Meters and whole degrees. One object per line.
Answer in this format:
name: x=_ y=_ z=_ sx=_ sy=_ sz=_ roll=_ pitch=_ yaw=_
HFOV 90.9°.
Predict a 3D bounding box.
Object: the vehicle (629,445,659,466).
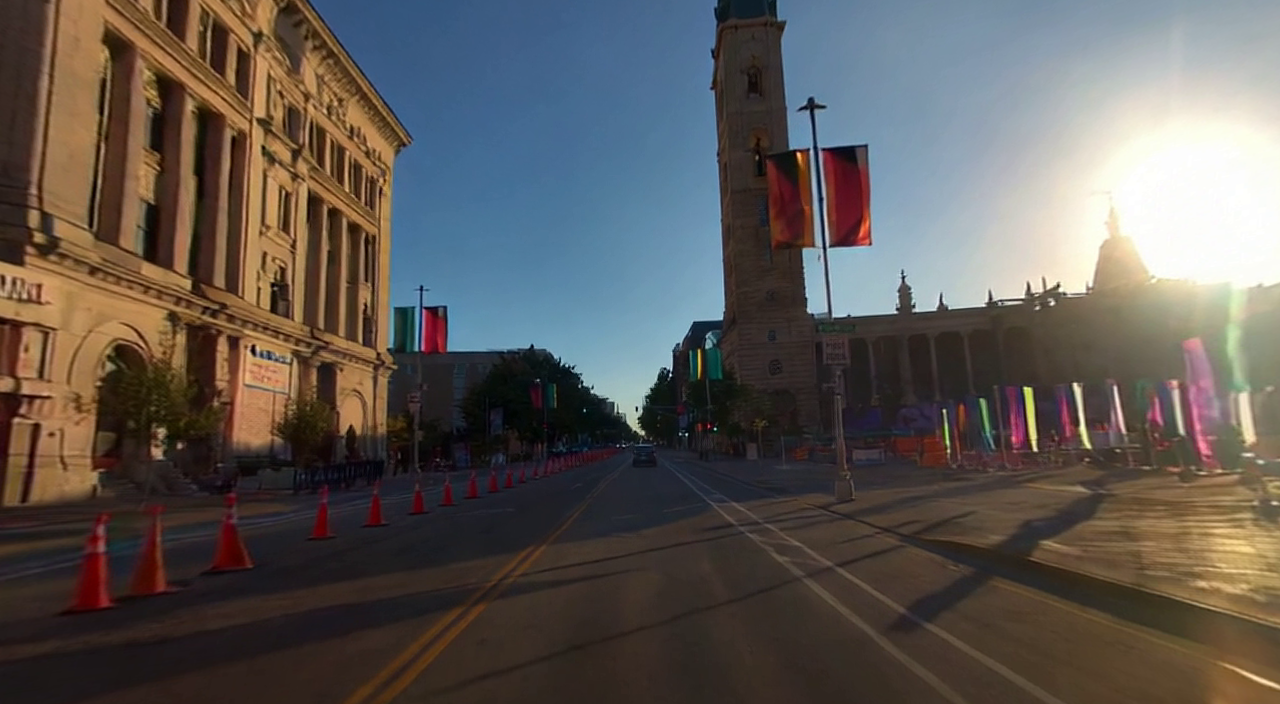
vehicle: x=0.342 y=7.877 z=48.156 sx=2.216 sy=1.492 sz=4.725 roll=0 pitch=-8 yaw=1
